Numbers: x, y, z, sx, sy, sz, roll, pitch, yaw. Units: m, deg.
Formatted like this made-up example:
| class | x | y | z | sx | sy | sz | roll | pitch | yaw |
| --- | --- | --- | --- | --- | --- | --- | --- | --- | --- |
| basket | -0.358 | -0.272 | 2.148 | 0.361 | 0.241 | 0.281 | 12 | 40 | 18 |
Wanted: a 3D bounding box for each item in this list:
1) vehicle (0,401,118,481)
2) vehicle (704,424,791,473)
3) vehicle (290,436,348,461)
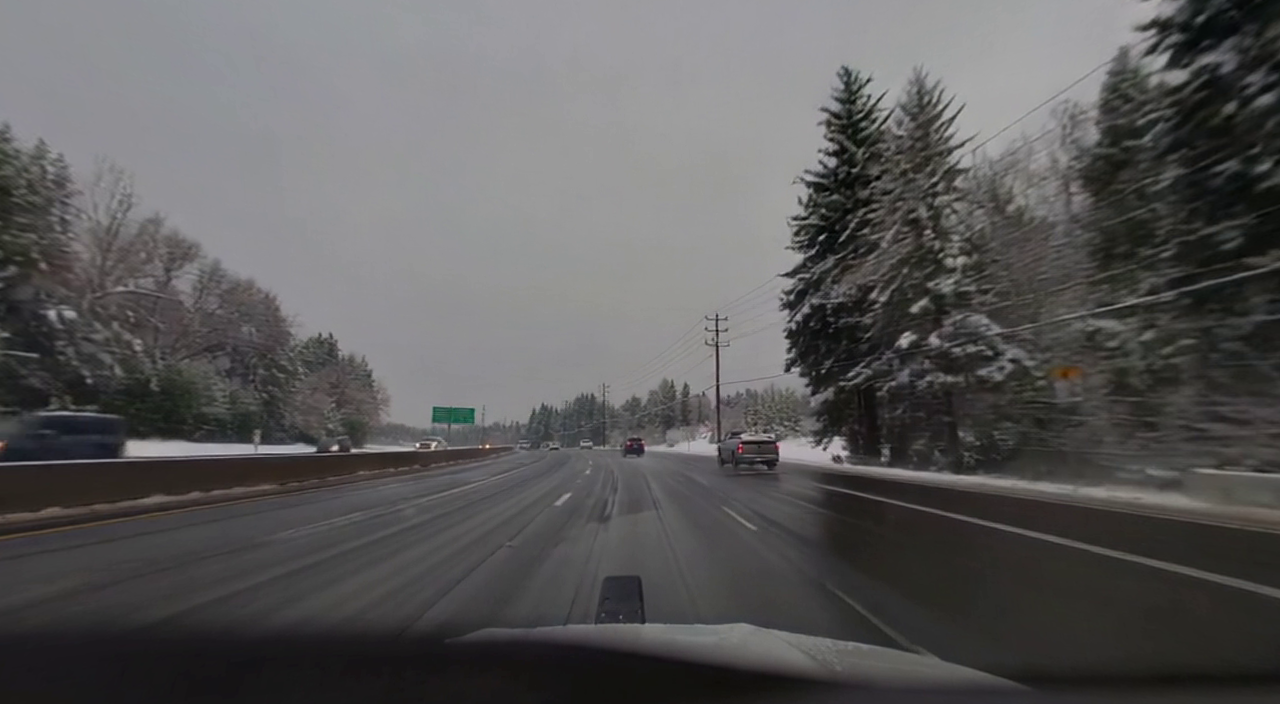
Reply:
| class | x | y | z | sx | sy | sz | roll | pitch | yaw |
| --- | --- | --- | --- | --- | --- | --- | --- | --- | --- |
| vehicle | -22.659 | 3.215 | 22.732 | 2.625 | 2.635 | 6.136 | 0 | -8 | -3 |
| vehicle | 4.849 | 4.486 | 29.631 | 2.504 | 2.033 | 5.979 | 1 | -8 | -6 |
| vehicle | -24.042 | 7.243 | 47.475 | 2.088 | 1.769 | 4.831 | 1 | -8 | -4 |
